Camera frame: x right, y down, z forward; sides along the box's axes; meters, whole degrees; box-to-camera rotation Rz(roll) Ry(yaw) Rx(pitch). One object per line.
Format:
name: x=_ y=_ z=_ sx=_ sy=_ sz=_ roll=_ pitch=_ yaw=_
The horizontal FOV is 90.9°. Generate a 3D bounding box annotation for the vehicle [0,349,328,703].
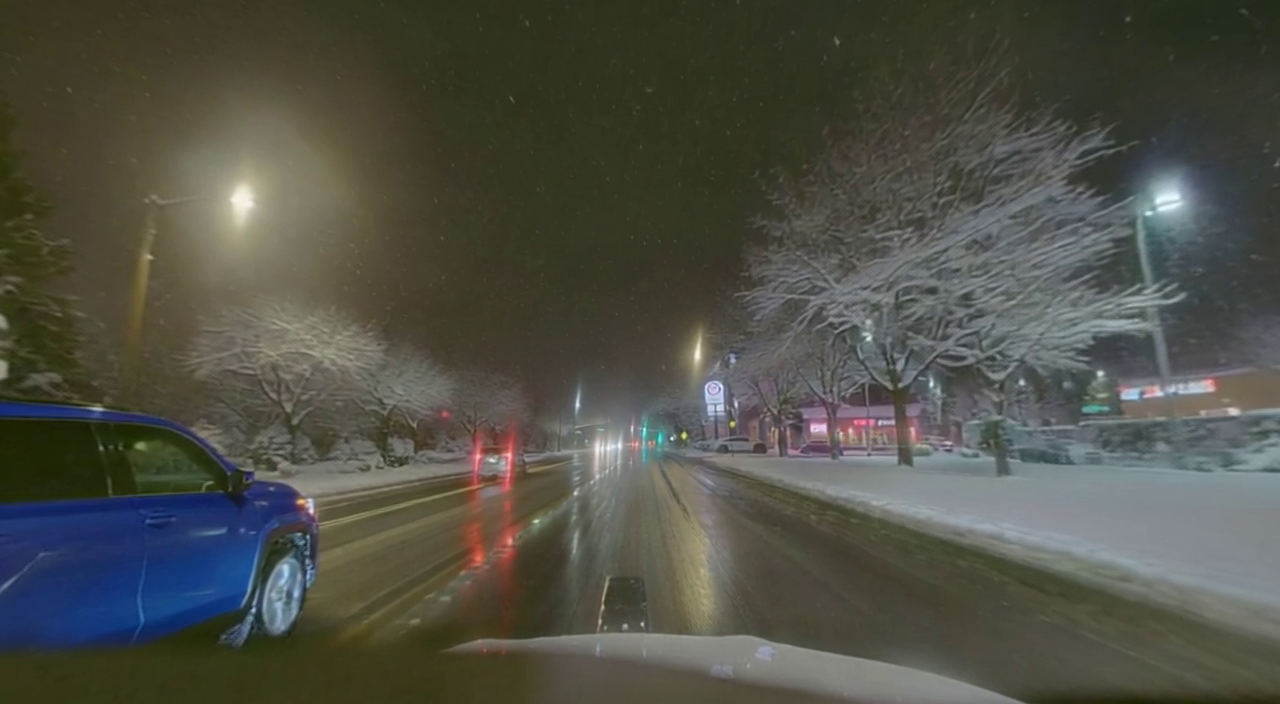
vehicle: x=-3.397 y=0.858 z=2.520 sx=2.127 sy=1.654 sz=4.121 roll=0 pitch=-8 yaw=1

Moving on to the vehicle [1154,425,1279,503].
vehicle: x=15.391 y=2.594 z=14.862 sx=4.806 sy=1.664 sz=2.050 roll=0 pitch=-8 yaw=-3

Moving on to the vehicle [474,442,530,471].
vehicle: x=-7.380 y=5.612 z=34.128 sx=1.990 sy=1.483 sz=4.410 roll=0 pitch=-8 yaw=1
